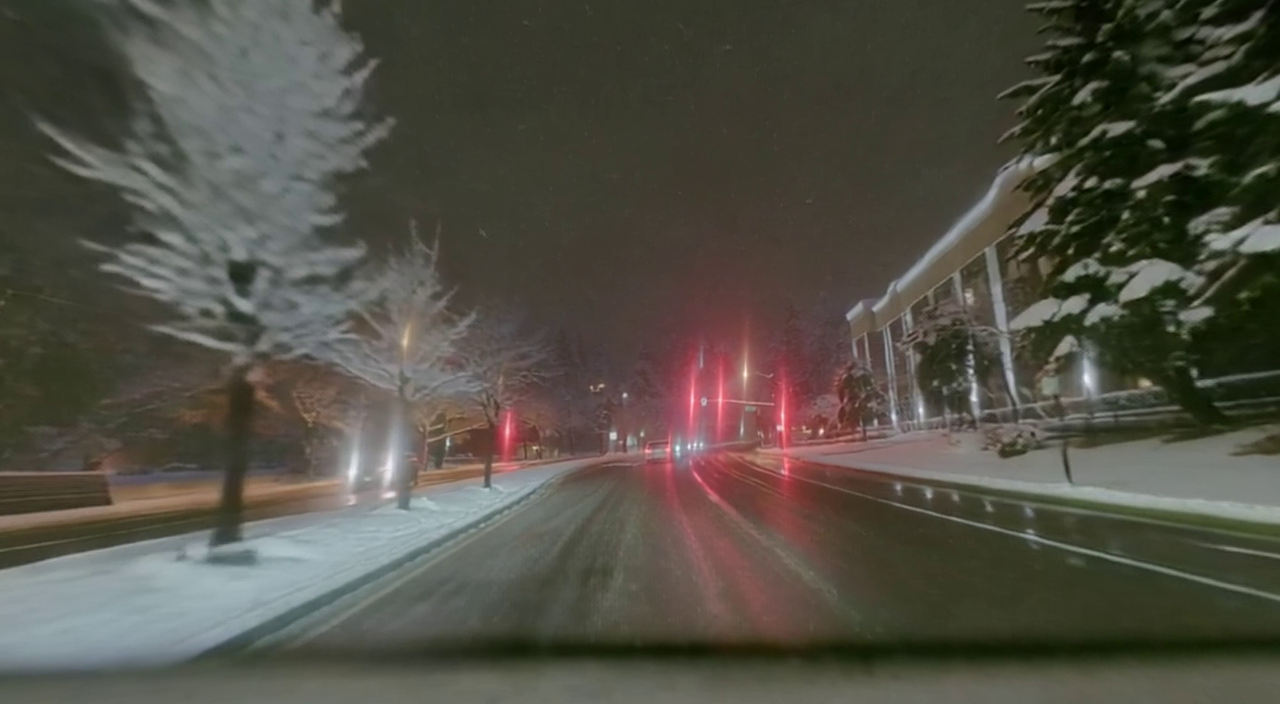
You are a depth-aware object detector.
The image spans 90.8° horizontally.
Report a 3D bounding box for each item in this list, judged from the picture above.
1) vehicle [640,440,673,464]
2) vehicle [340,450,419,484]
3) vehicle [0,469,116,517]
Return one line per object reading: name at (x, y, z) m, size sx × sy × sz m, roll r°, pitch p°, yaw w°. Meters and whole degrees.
vehicle at (1.190, 6.894, 43.717) m, size 2.037 × 1.568 × 3.693 m, roll -1°, pitch -8°, yaw 4°
vehicle at (-15.659, 6.917, 38.362) m, size 2.292 × 1.843 × 5.642 m, roll -1°, pitch -8°, yaw 1°
vehicle at (-25.530, 6.054, 27.350) m, size 1.956 × 1.637 × 4.323 m, roll -4°, pitch -8°, yaw 1°
